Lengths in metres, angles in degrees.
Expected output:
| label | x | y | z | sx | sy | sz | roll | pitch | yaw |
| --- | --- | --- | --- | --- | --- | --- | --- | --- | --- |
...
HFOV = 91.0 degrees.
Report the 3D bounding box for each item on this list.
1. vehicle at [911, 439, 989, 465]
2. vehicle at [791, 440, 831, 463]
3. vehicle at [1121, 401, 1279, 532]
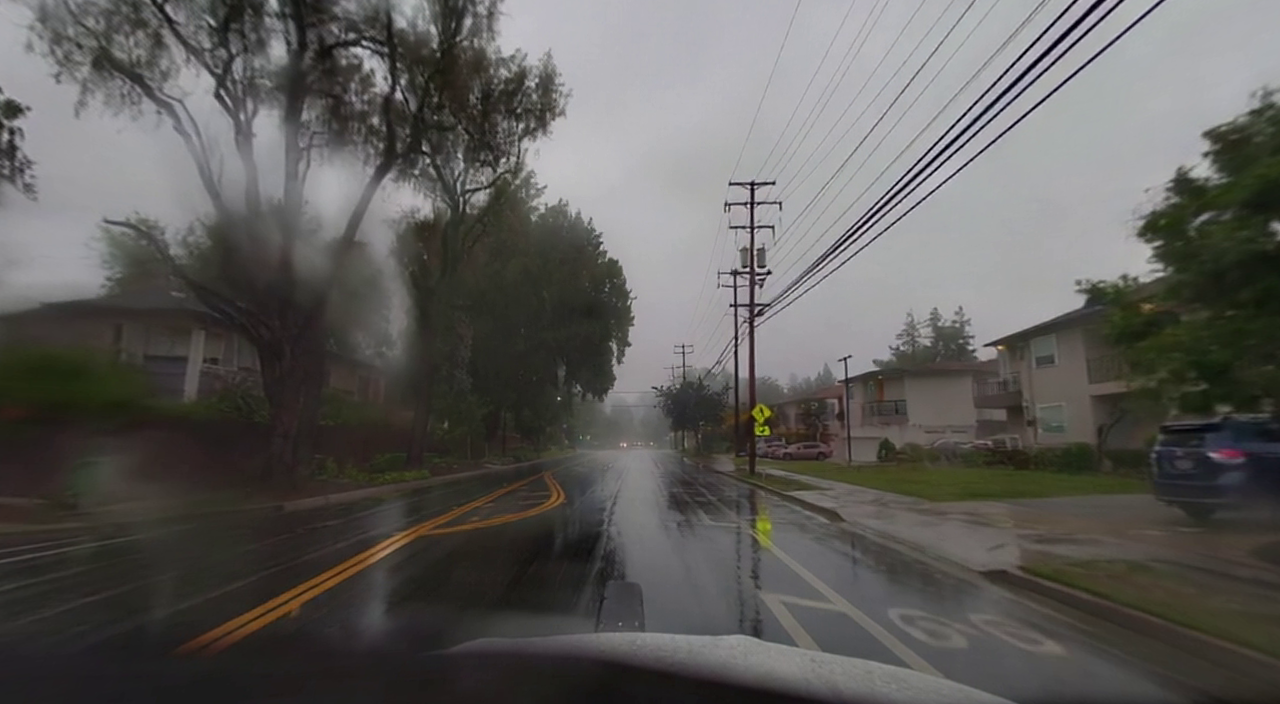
| label | x | y | z | sx | sy | sz | roll | pitch | yaw |
| --- | --- | --- | --- | --- | --- | --- | --- | --- | --- |
| vehicle | 20.734 | 6.698 | 42.243 | 3.943 | 1.664 | 2.391 | 0 | -8 | -1 |
| vehicle | 13.171 | 7.724 | 48.822 | 1.935 | 1.683 | 4.669 | 0 | -9 | 2 |
| vehicle | 11.062 | 1.788 | 10.052 | 4.760 | 1.808 | 2.402 | 0 | -9 | -1 |
